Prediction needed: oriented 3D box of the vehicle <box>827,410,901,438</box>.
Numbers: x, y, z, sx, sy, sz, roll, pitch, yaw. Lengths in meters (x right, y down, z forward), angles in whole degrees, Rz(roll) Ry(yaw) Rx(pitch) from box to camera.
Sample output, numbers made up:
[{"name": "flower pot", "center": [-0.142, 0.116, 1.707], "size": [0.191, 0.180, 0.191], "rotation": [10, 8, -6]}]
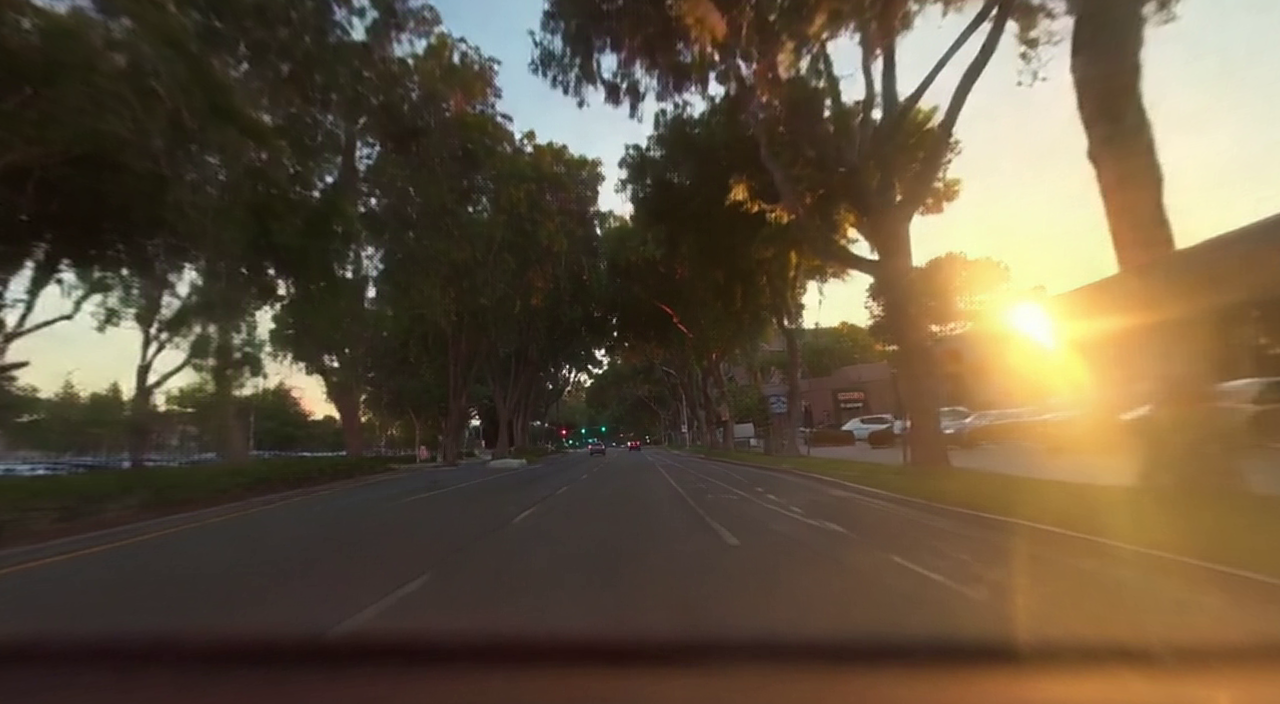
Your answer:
[{"name": "vehicle", "center": [13.518, 4.403, 38.182], "size": [3.756, 1.580, 1.886], "rotation": [-1, -8, 3]}]

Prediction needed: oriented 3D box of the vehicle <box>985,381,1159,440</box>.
[{"name": "vehicle", "center": [12.921, 1.793, 19.005], "size": [3.982, 1.652, 1.747], "rotation": [0, -8, -5]}]

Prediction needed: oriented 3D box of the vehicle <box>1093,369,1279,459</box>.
[{"name": "vehicle", "center": [12.304, 1.314, 13.683], "size": [3.539, 1.473, 1.627], "rotation": [-7, -6, -2]}]
